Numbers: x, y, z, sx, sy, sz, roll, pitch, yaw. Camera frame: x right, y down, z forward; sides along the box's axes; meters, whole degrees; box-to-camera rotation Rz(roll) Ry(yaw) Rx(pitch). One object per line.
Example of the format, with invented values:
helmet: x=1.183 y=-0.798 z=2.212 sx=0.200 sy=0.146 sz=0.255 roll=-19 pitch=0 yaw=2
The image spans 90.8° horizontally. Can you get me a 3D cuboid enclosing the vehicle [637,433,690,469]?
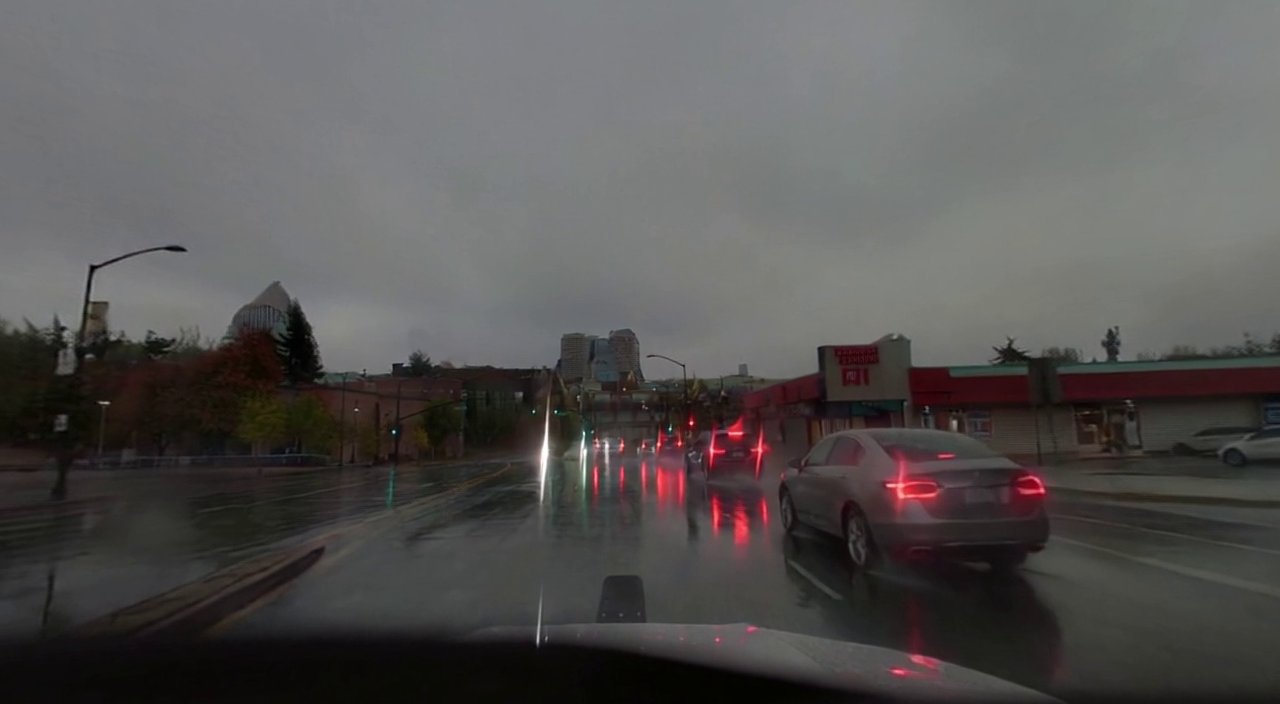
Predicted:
vehicle: x=1.206 y=5.364 z=34.490 sx=2.216 sy=1.750 sz=4.520 roll=0 pitch=-8 yaw=-6

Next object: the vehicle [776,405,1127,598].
vehicle: x=3.129 y=1.553 z=7.488 sx=1.966 sy=1.596 sz=3.980 roll=-1 pitch=-8 yaw=-2

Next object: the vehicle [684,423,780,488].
vehicle: x=2.693 y=3.182 z=19.641 sx=2.046 sy=1.768 sz=4.370 roll=1 pitch=-9 yaw=-4

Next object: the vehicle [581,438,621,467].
vehicle: x=-2.228 y=5.593 z=35.175 sx=2.068 sy=1.512 sz=3.987 roll=1 pitch=-9 yaw=-6
